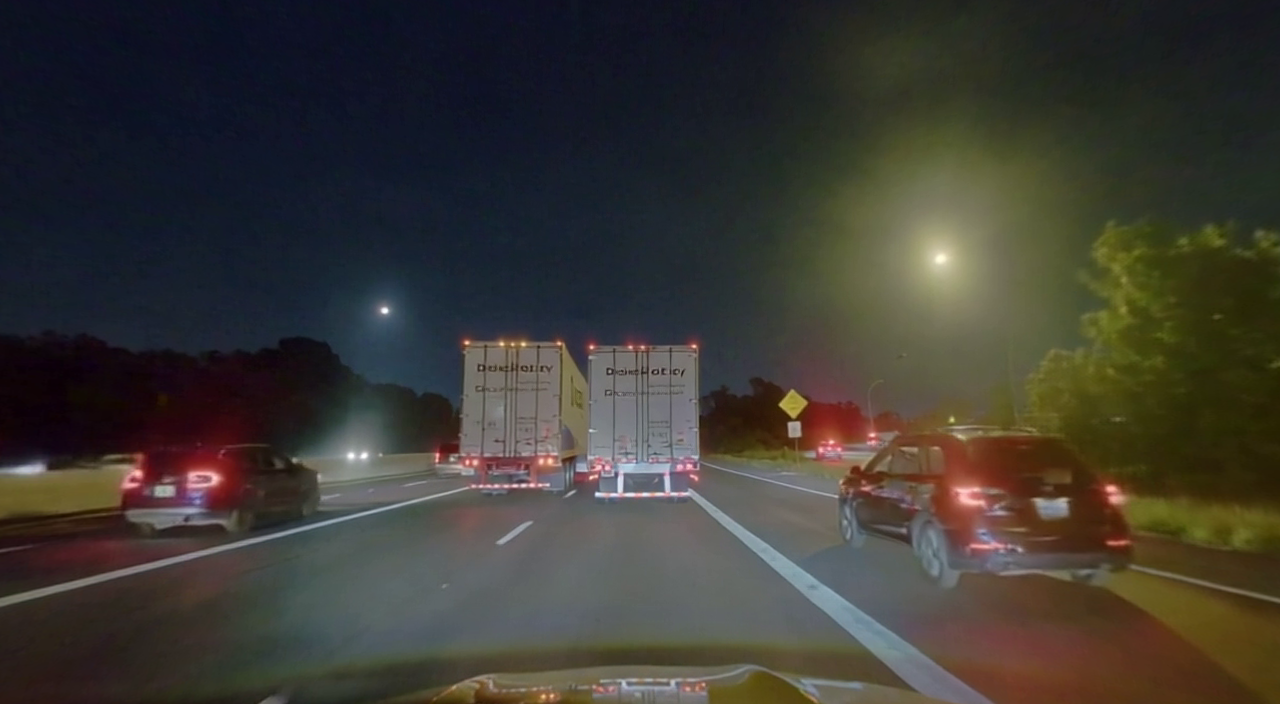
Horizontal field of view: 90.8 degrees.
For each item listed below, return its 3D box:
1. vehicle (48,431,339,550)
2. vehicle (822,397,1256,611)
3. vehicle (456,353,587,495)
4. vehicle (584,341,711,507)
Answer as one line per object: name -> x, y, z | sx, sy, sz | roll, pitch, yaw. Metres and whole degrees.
vehicle -> -7.536, 2.342, 11.408 | 2.017, 1.694, 4.420 | 0, -9, -1
vehicle -> 4.002, 1.610, 7.647 | 2.136, 1.753, 4.644 | 0, -9, -1
vehicle -> -3.896, 2.913, 24.031 | 2.888, 4.154, 10.960 | 0, -9, 0
vehicle -> 0.051, 2.366, 19.549 | 2.910, 3.828, 9.805 | 0, -9, -1
